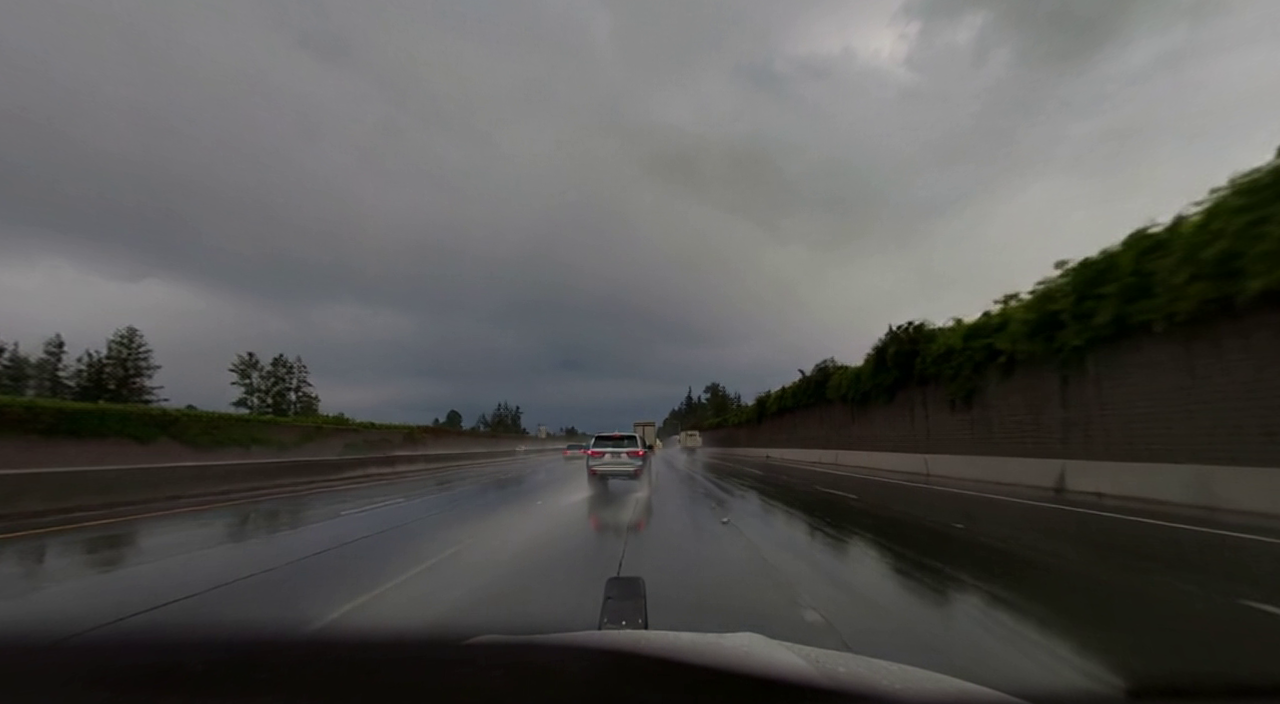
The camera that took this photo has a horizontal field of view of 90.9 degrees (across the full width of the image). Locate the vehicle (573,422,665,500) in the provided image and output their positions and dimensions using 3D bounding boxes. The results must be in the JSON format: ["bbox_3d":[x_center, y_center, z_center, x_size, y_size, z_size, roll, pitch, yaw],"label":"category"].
[{"bbox_3d":[-0.448,2.845,16.794,2.114,1.787,4.365,0,-8,1],"label":"vehicle"}]
